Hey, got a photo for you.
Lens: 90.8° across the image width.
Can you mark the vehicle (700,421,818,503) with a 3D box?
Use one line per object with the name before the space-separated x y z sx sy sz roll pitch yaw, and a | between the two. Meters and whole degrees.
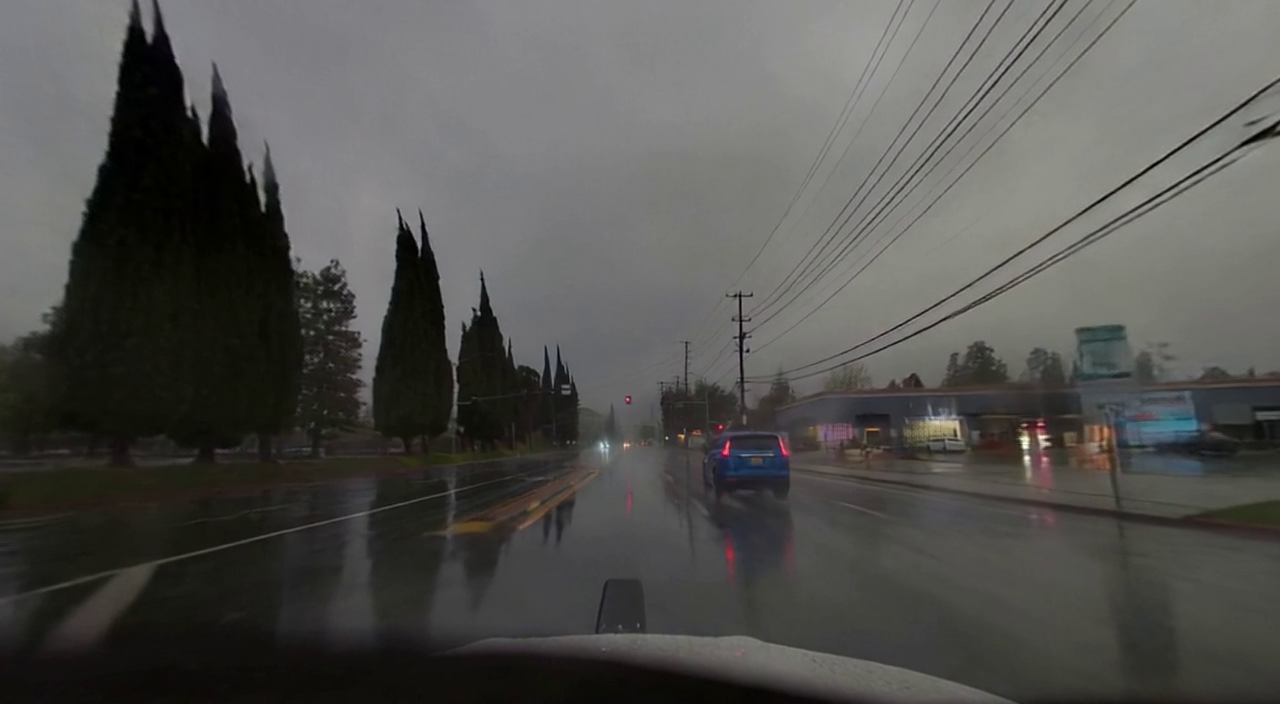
vehicle | 2.907 2.820 16.596 2.060 1.820 4.713 0 -9 -2
